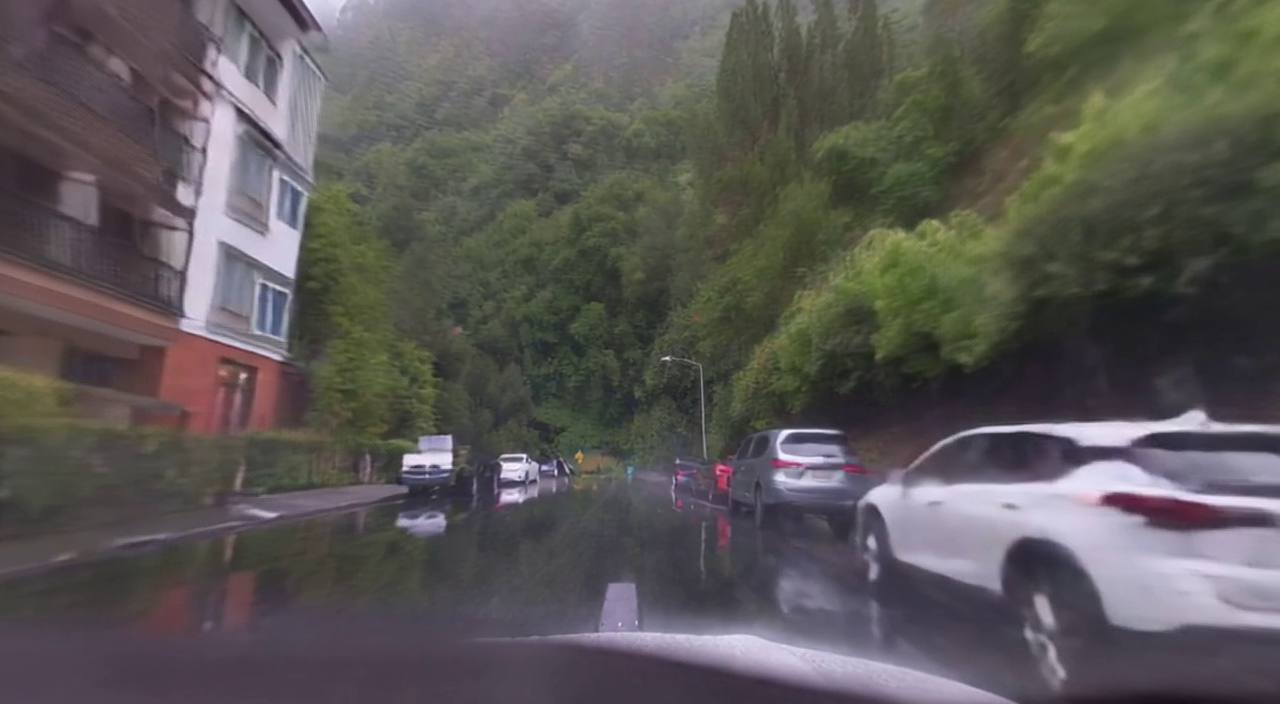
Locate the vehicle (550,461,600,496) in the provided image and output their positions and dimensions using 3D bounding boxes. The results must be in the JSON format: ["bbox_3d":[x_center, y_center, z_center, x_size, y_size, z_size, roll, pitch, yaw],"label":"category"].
[{"bbox_3d":[-3.322,6.709,33.074,2.102,1.621,4.627,0,-13,1],"label":"vehicle"}]

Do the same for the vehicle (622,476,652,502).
[{"bbox_3d":[-0.293,10.565,48.793,2.201,1.731,3.854,0,-8,-2],"label":"vehicle"}]

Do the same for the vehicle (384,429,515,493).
[{"bbox_3d":[-6.416,3.959,22.237,2.692,1.949,5.948,0,-12,0],"label":"vehicle"}]

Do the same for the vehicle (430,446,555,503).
[{"bbox_3d":[-4.195,3.559,18.826,1.856,1.474,4.522,-2,-9,12],"label":"vehicle"}]

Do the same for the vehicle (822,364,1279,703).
[{"bbox_3d":[3.002,1.195,4.475,1.948,1.669,4.242,1,-9,-3],"label":"vehicle"}]

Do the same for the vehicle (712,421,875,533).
[{"bbox_3d":[2.792,2.409,12.759,2.072,1.830,4.744,0,-9,0],"label":"vehicle"}]
